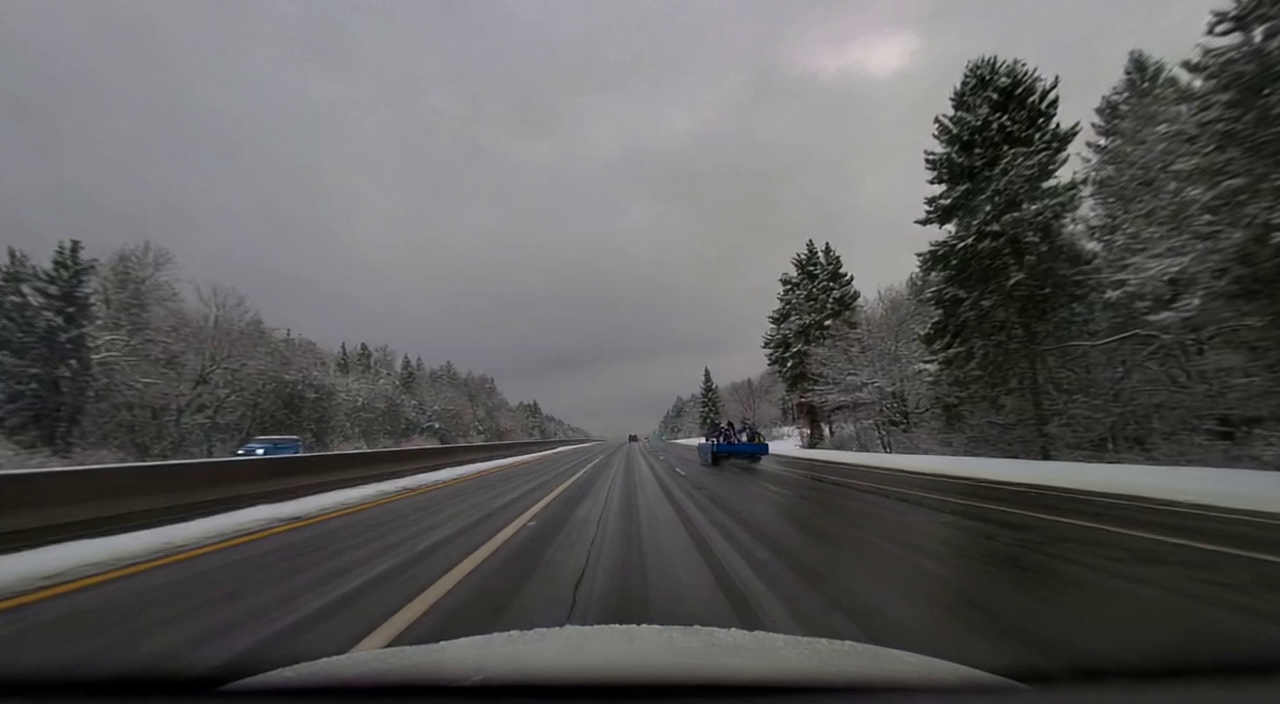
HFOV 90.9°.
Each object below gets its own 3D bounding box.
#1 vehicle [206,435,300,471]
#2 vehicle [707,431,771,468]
[{"bbox_3d":[-26.798,6.972,44.034,2.307,2.308,6.197,-1,-8,4],"label":"vehicle"},{"bbox_3d":[4.138,4.121,26.860,1.911,1.449,3.776,0,-8,-3],"label":"vehicle"}]
